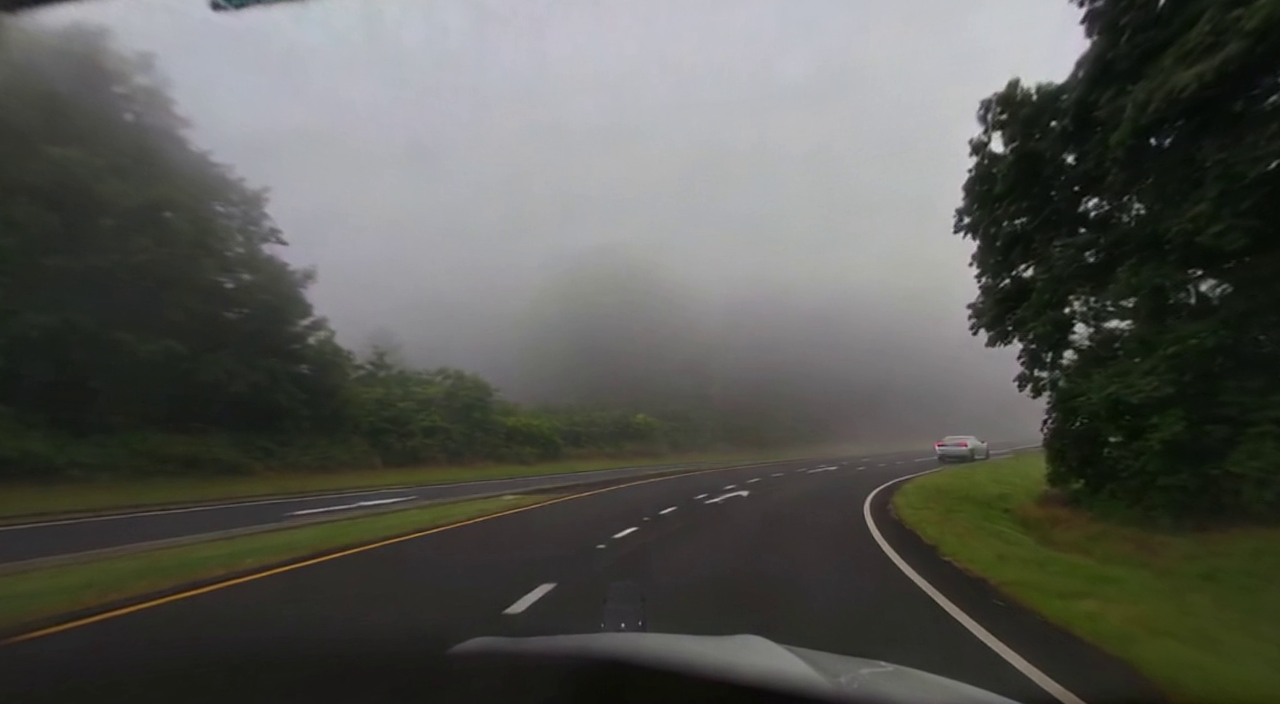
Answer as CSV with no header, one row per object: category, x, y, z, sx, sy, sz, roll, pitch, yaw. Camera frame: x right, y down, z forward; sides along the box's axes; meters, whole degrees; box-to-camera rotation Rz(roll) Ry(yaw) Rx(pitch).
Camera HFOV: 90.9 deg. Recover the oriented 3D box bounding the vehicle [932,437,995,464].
vehicle,18.055,5.479,35.098,3.645,1.427,1.807,8,-12,-41
